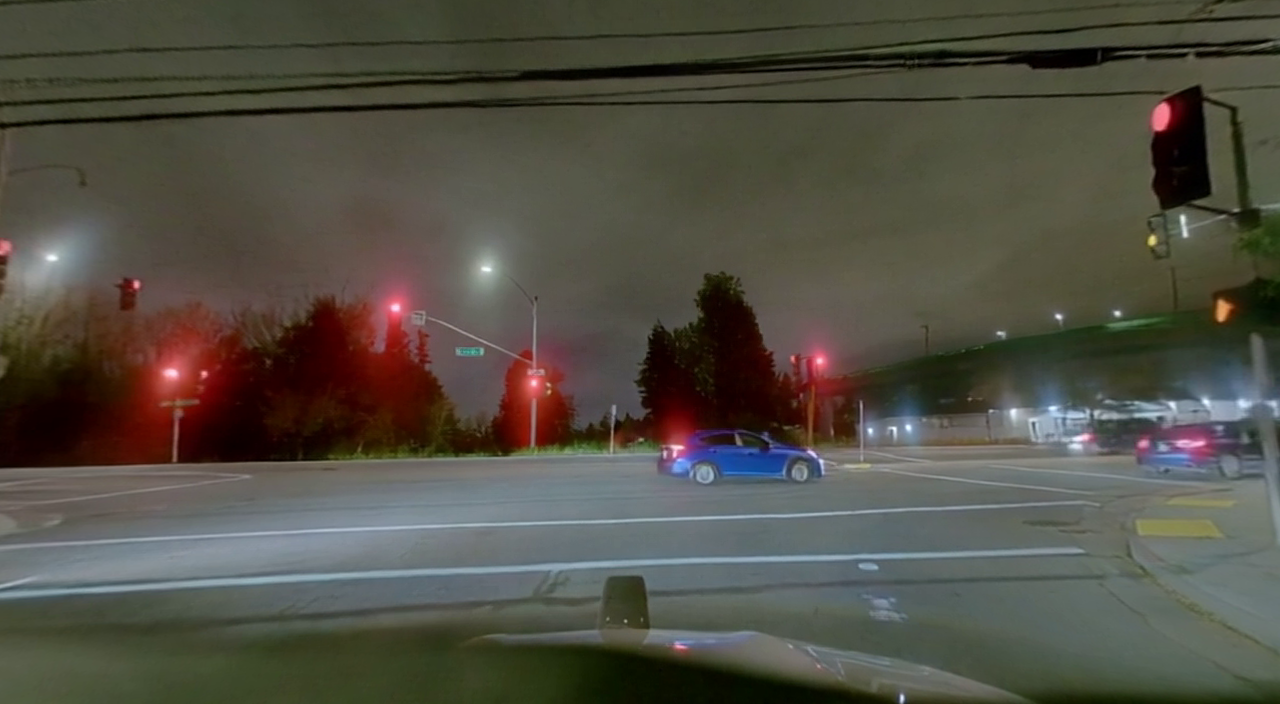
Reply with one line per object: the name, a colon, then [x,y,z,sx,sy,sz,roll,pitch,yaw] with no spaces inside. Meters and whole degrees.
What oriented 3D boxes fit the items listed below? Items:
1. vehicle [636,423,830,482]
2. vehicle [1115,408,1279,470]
vehicle: [2.361,2.669,16.775,4.757,1.442,1.858,1,-9,-7]
vehicle: [16.802,2.520,18.258,4.636,1.668,1.935,1,-9,-6]
